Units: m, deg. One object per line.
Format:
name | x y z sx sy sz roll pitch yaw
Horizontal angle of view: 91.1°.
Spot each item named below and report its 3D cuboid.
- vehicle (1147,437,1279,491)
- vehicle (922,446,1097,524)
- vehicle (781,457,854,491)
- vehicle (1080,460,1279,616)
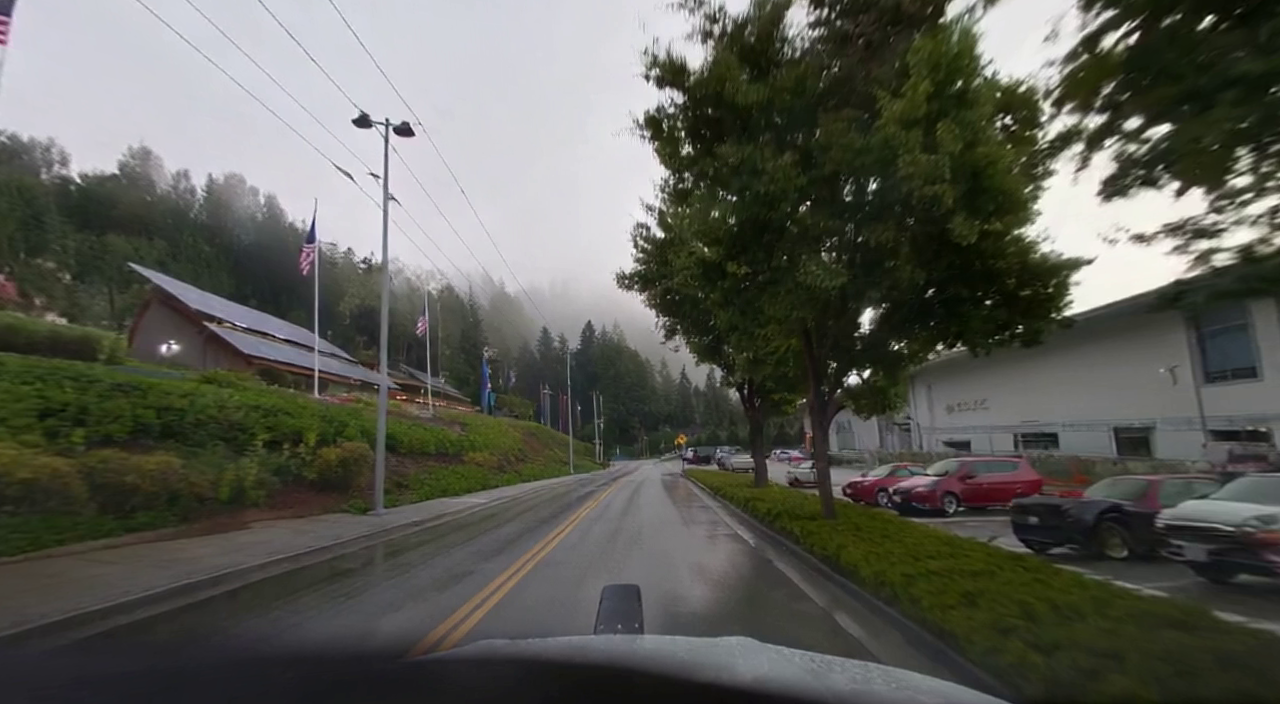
vehicle | 18.460 3.500 19.954 1.807 1.547 3.443 0 -9 1
vehicle | 9.192 3.231 15.703 3.519 1.503 1.912 1 -6 -22
vehicle | 8.378 5.775 30.068 1.981 1.471 3.636 2 -9 -9
vehicle | 8.433 2.390 8.544 3.441 1.404 1.744 -7 -6 0
